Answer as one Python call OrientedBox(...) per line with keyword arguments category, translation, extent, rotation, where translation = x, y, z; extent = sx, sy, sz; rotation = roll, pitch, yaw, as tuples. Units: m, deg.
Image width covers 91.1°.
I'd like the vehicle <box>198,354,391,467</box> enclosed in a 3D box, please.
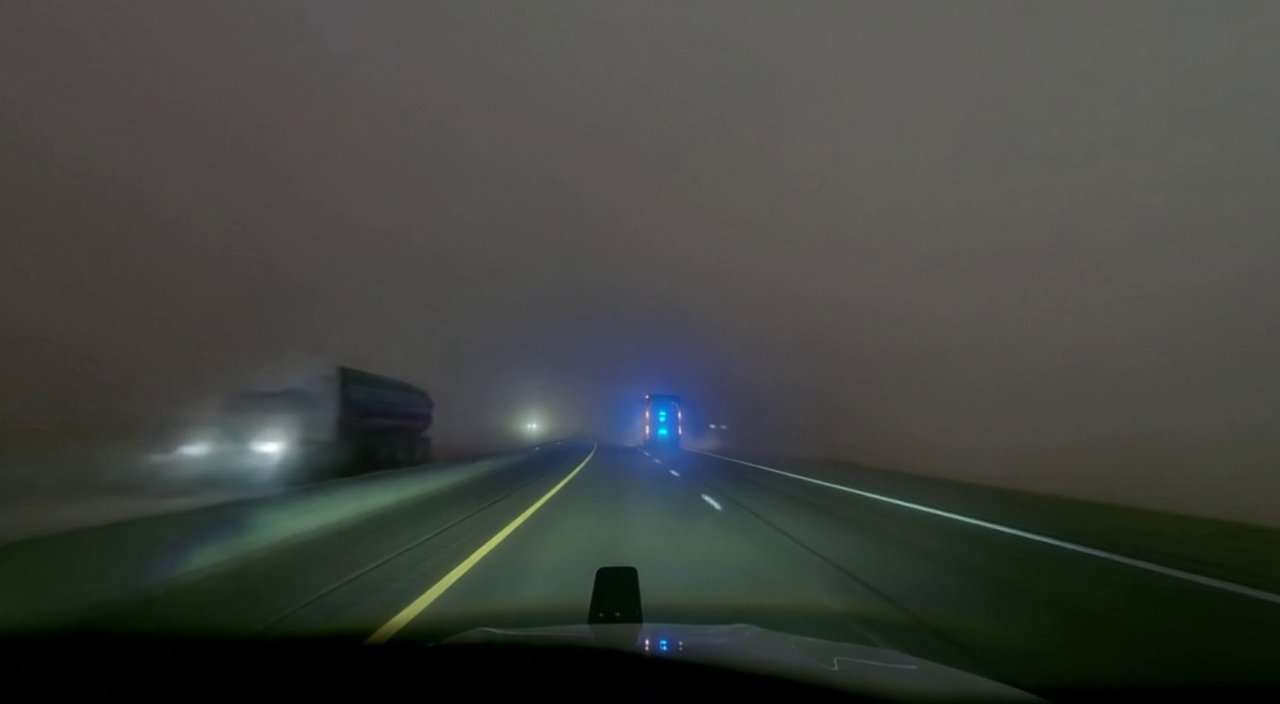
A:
OrientedBox(category="vehicle", translation=(-12.067, 2.288, 23.083), extent=(2.809, 3.434, 7.669), rotation=(0, -8, -2))
